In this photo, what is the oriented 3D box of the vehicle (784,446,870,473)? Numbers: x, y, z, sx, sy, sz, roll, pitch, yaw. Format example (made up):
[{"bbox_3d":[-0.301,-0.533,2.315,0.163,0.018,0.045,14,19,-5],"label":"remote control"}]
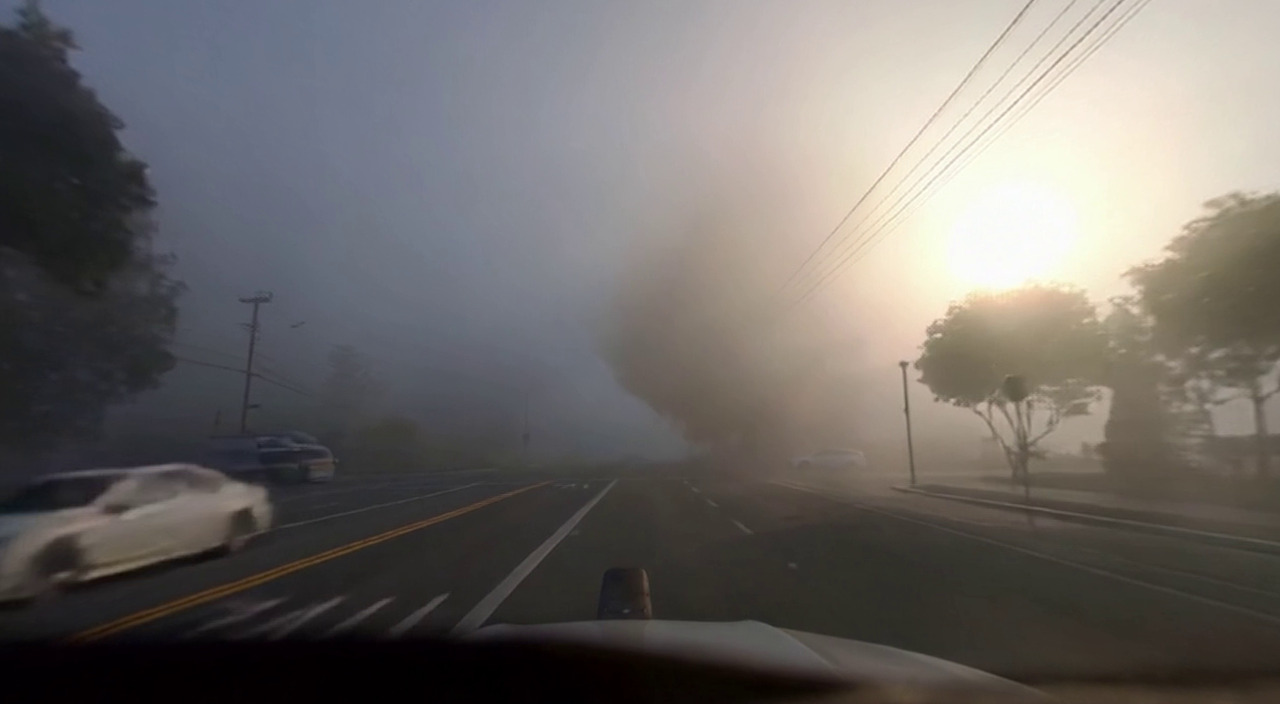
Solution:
[{"bbox_3d":[11.436,6.604,38.789,4.565,1.600,2.023,1,-9,-5],"label":"vehicle"}]

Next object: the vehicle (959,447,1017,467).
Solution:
[{"bbox_3d":[27.330,8.221,49.642,1.787,1.465,4.681,0,-9,-2],"label":"vehicle"}]

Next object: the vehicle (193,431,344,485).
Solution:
[{"bbox_3d":[-20.503,5.895,35.069,6.794,2.863,2.387,0,-9,1],"label":"vehicle"}]

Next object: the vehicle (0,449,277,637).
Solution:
[{"bbox_3d":[-6.505,1.887,7.005,2.163,1.588,4.509,0,-9,1],"label":"vehicle"}]
